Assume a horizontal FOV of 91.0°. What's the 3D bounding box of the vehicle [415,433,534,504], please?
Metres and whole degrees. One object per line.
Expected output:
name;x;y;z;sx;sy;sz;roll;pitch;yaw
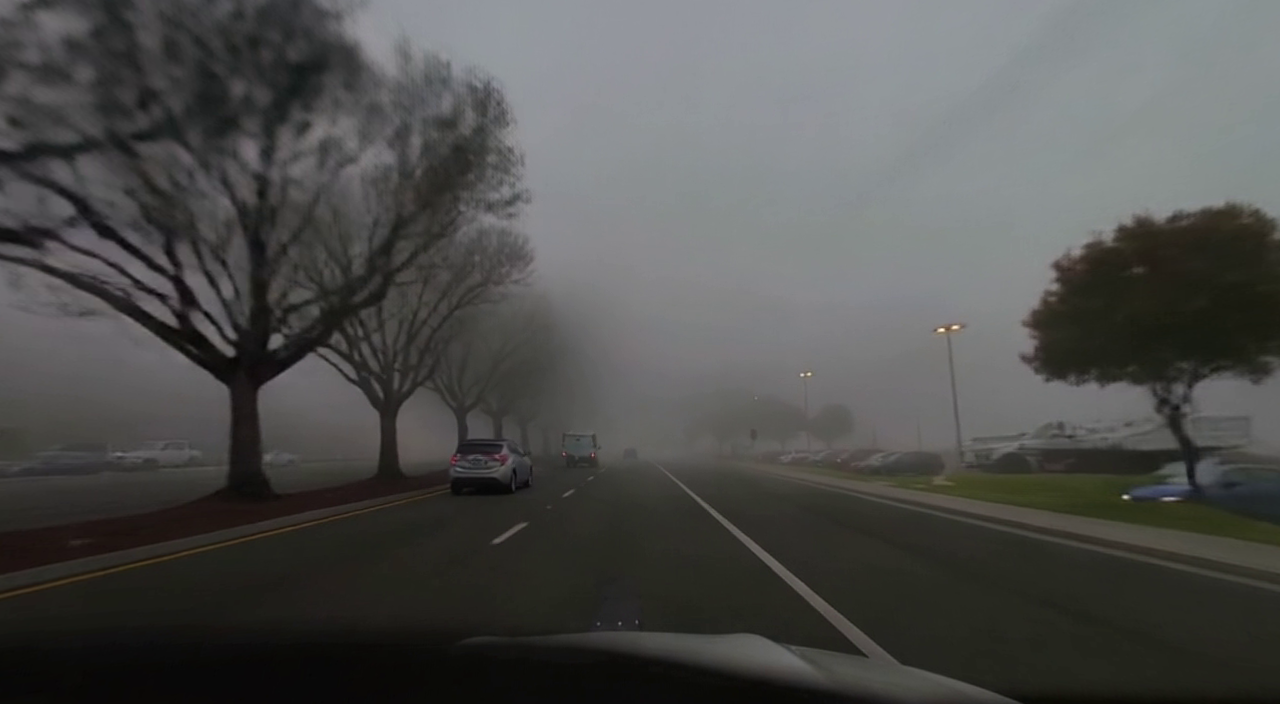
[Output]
vehicle;-4.333;3.125;17.309;2.109;1.672;4.256;0;-9;0

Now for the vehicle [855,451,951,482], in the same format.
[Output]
vehicle;16.591;7.220;39.879;5.041;1.803;2.182;-1;-9;1

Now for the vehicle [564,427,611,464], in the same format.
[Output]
vehicle;-3.753;6.970;46.764;2.917;2.524;6.990;0;-9;0

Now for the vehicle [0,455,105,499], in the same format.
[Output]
vehicle;-22.945;4.613;23.473;1.885;1.428;4.638;0;-9;-1

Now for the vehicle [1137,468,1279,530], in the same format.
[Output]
vehicle;16.581;3.887;16.838;4.723;1.466;2.085;0;-9;0
